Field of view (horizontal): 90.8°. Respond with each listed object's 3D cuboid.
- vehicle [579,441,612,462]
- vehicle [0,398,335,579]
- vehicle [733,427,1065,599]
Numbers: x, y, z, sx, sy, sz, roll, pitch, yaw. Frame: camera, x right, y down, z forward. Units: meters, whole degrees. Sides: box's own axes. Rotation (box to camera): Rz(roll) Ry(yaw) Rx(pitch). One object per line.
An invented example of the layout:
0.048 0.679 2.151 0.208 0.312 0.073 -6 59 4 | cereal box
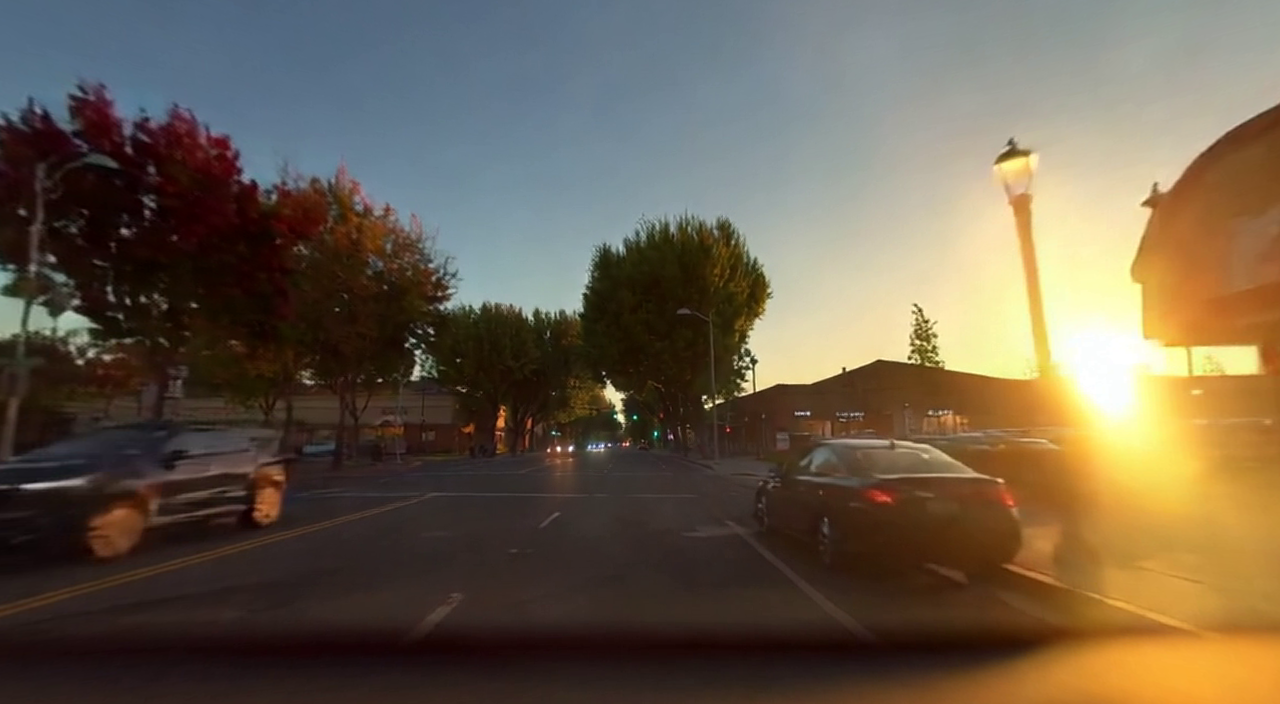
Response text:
-3.226 7.339 46.559 2.122 1.469 4.388 0 -8 0 | vehicle
-6.704 1.728 8.877 2.371 1.800 4.987 0 -8 -1 | vehicle
2.644 1.754 7.942 2.034 1.491 4.618 0 -8 -3 | vehicle
